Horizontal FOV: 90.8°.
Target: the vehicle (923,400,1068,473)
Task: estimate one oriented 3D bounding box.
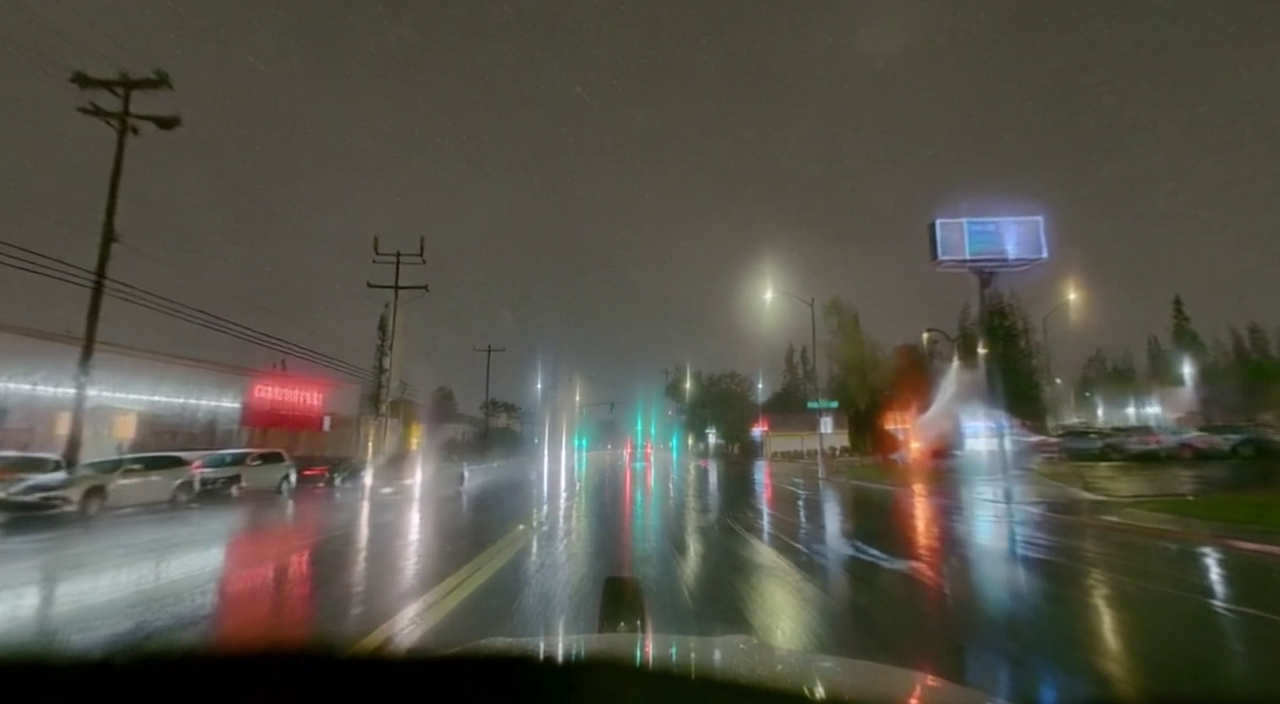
[{"bbox_3d":[13.987,3.440,25.488,2.449,2.564,5.877,0,-8,1],"label":"vehicle"}]

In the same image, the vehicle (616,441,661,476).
[{"bbox_3d":[-0.058,5.249,31.426,2.067,1.547,4.513,0,-8,0],"label":"vehicle"}]

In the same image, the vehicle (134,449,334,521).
[{"bbox_3d":[-9.792,3.195,15.837,1.888,1.465,4.701,0,-8,0],"label":"vehicle"}]

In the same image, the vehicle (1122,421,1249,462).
[{"bbox_3d":[27.742,4.587,32.407,2.024,1.827,4.995,-3,-8,1],"label":"vehicle"}]

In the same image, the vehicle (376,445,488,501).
[{"bbox_3d":[-6.162,3.608,19.327,1.923,1.472,4.342,0,-8,0],"label":"vehicle"}]

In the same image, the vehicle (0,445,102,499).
[{"bbox_3d":[-20.787,3.963,21.146,1.911,1.663,4.115,0,-8,-1],"label":"vehicle"}]
